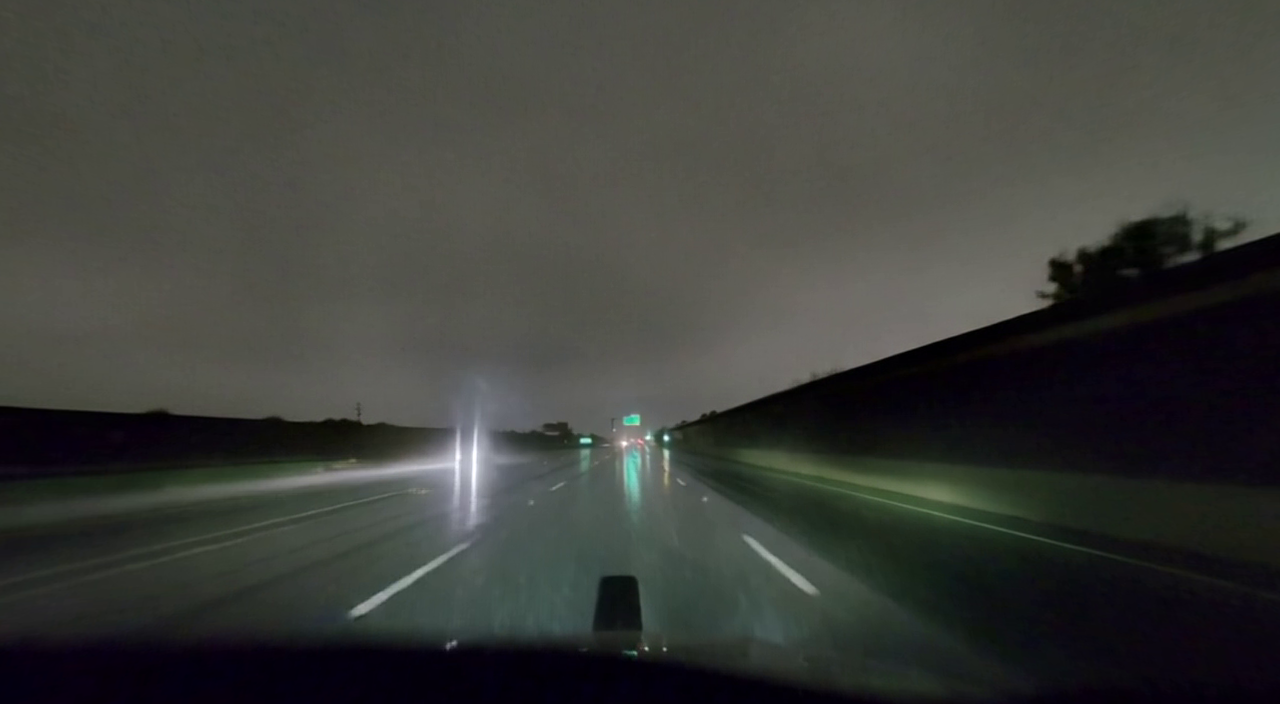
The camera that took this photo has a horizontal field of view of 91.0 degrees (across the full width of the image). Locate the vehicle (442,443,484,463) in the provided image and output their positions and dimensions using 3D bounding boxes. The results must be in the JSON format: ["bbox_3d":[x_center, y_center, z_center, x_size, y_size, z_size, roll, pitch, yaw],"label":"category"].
[{"bbox_3d":[-13.694,7.841,48.967,1.942,1.444,4.697,0,-8,0],"label":"vehicle"}]
